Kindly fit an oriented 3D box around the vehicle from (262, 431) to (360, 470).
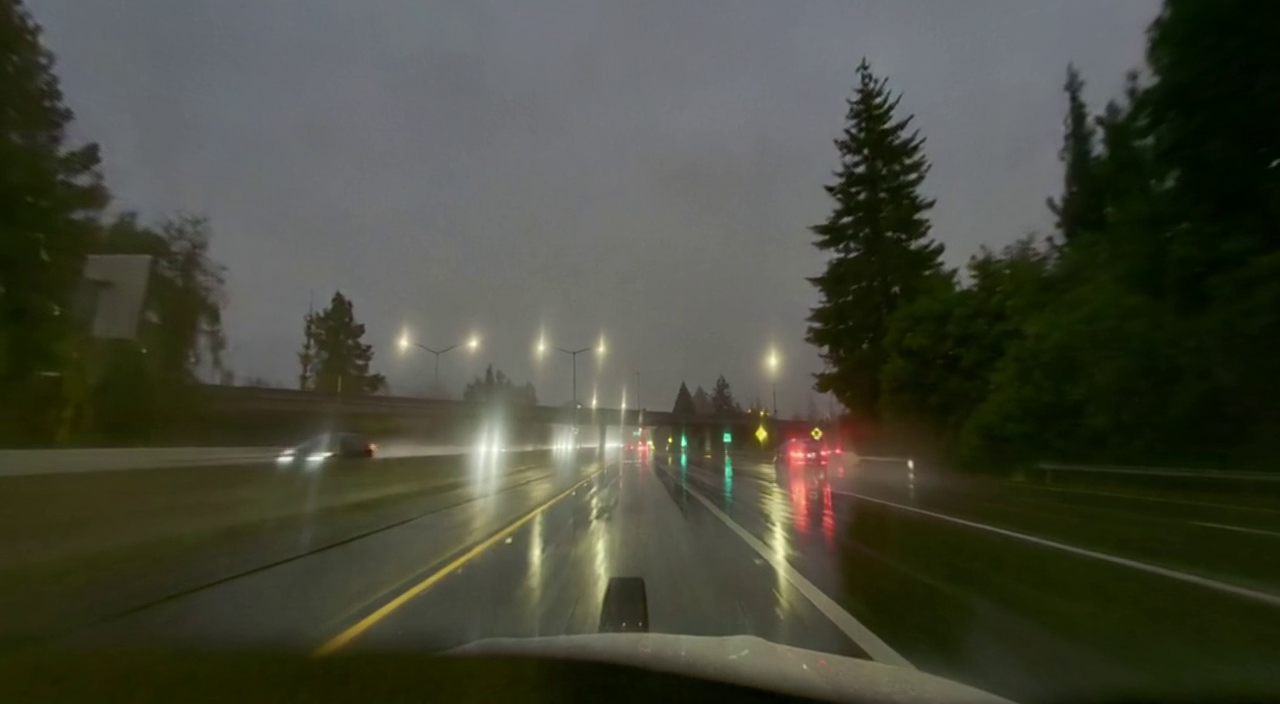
[{"bbox_3d":[-15.059,4.556,29.233,1.957,1.648,4.783,0,-9,0],"label":"vehicle"}]
